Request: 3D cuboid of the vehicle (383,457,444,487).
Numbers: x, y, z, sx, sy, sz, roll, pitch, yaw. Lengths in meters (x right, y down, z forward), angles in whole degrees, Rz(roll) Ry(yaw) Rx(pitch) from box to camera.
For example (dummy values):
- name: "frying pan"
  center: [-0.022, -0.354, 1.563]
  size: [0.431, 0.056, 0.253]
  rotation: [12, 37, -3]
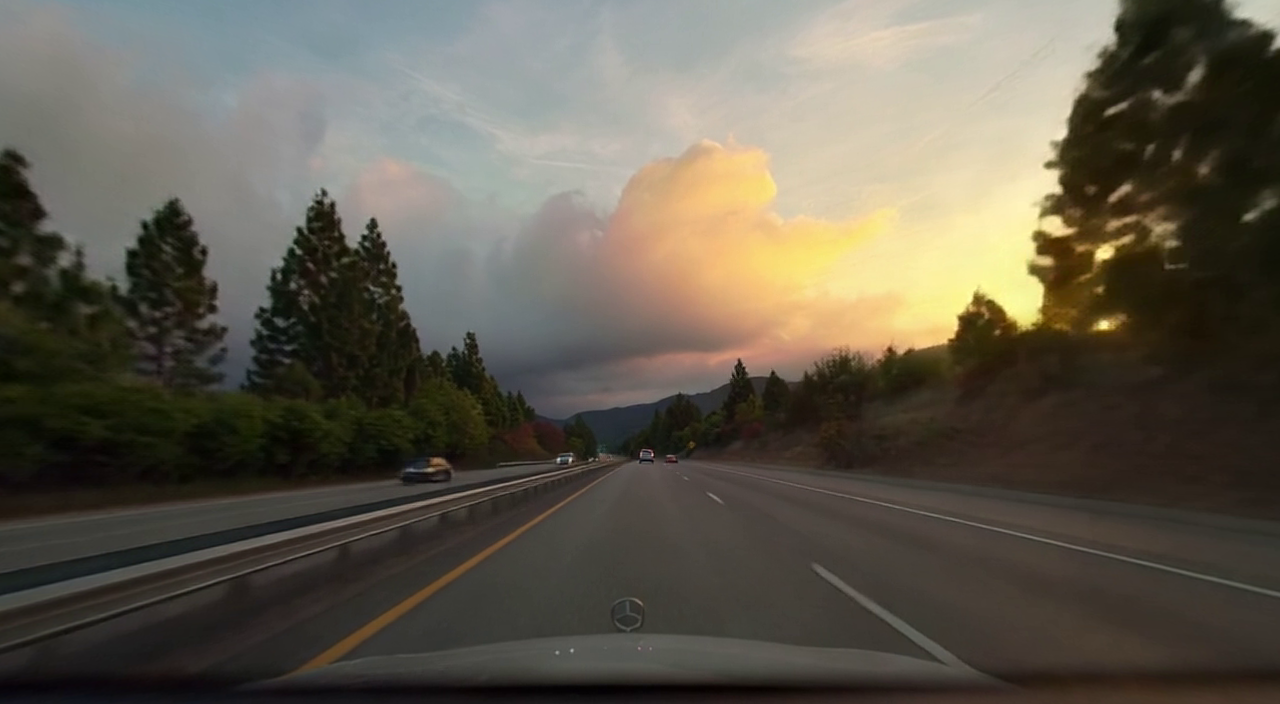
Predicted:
- name: "vehicle"
  center: [-12.460, 6.612, 34.972]
  size: [1.847, 1.472, 4.038]
  rotation: [0, -9, 1]

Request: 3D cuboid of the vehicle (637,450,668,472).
- name: "vehicle"
  center: [0.891, 8.014, 46.388]
  size: [2.162, 1.492, 3.975]
  rotation: [0, -9, 0]
